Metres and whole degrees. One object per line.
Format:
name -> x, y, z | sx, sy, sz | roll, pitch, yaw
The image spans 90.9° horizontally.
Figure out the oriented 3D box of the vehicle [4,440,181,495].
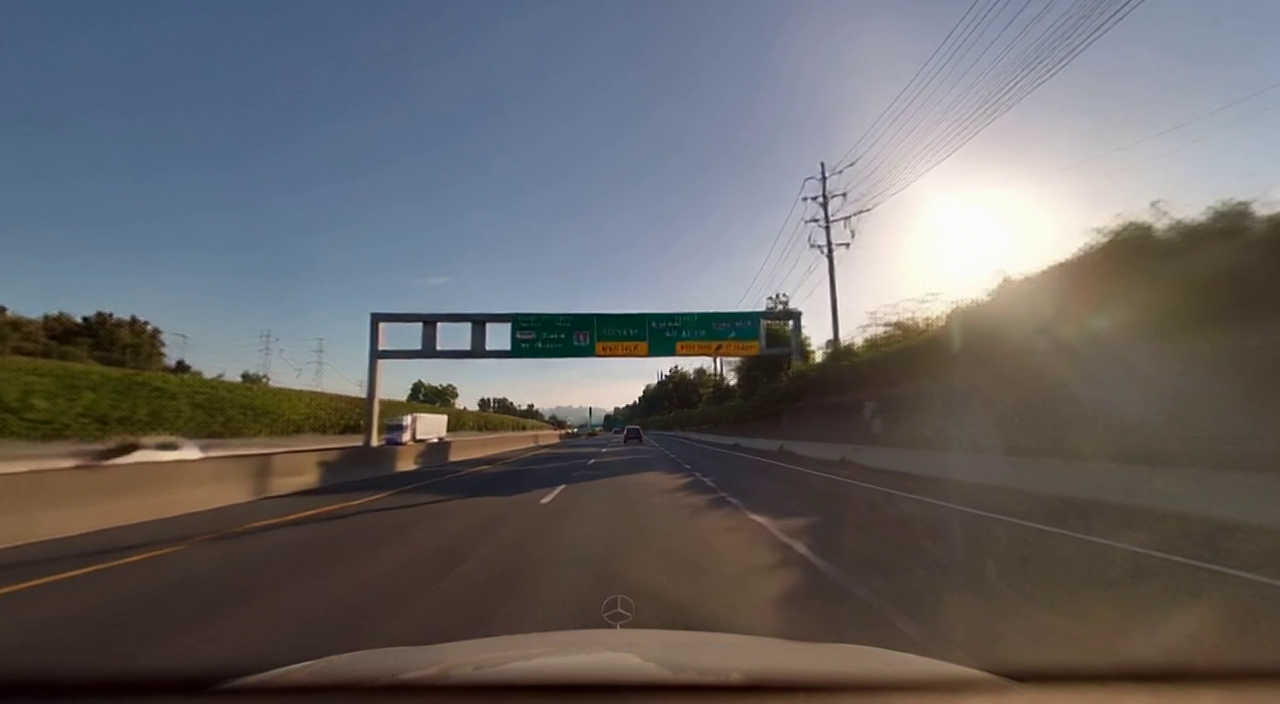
vehicle -> -16.327, 3.409, 19.100 | 1.850, 1.447, 3.945 | 0, -8, -1
